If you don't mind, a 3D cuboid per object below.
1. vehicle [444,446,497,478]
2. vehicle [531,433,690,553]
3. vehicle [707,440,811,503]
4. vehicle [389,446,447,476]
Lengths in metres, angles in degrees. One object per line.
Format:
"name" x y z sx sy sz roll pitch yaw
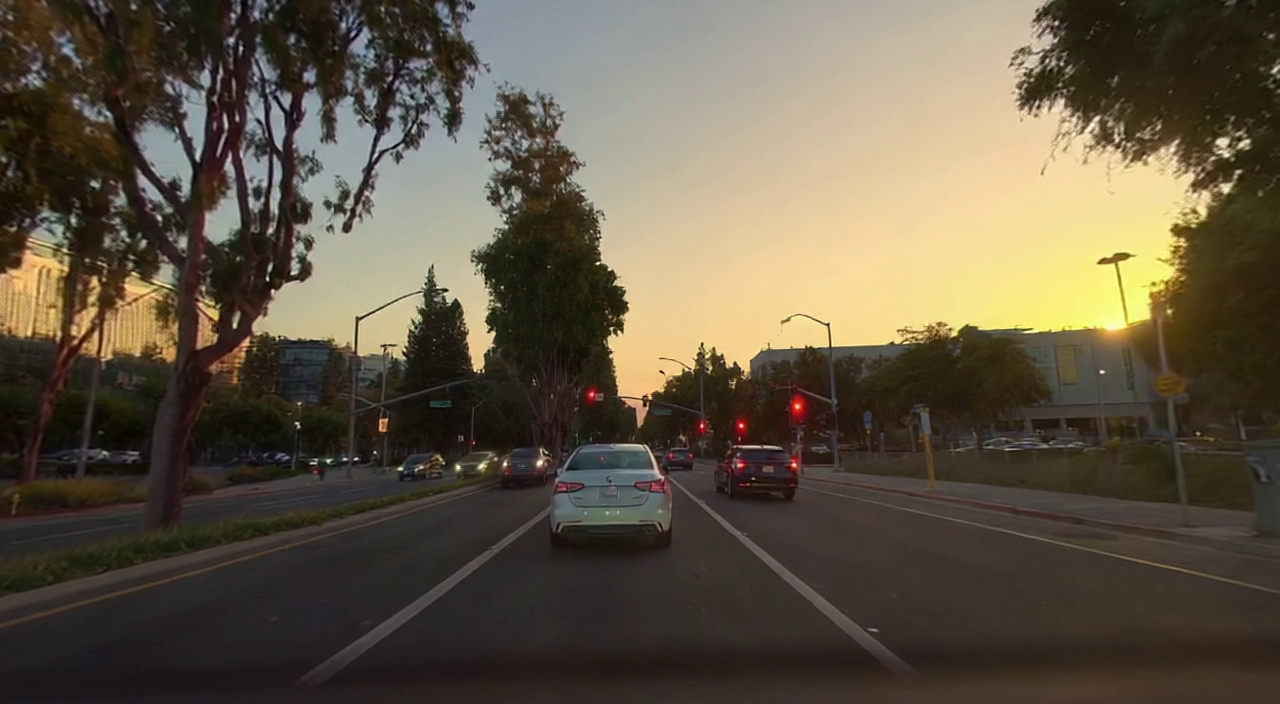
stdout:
"vehicle" -8.772 5.710 33.053 1.824 1.513 4.254 0 -9 -3
"vehicle" -0.415 2.049 9.811 2.006 1.487 3.535 0 -9 -1
"vehicle" 3.108 3.201 17.395 1.910 1.474 4.263 0 -9 -2
"vehicle" -13.420 6.592 38.432 1.985 1.689 4.461 0 -9 -2
